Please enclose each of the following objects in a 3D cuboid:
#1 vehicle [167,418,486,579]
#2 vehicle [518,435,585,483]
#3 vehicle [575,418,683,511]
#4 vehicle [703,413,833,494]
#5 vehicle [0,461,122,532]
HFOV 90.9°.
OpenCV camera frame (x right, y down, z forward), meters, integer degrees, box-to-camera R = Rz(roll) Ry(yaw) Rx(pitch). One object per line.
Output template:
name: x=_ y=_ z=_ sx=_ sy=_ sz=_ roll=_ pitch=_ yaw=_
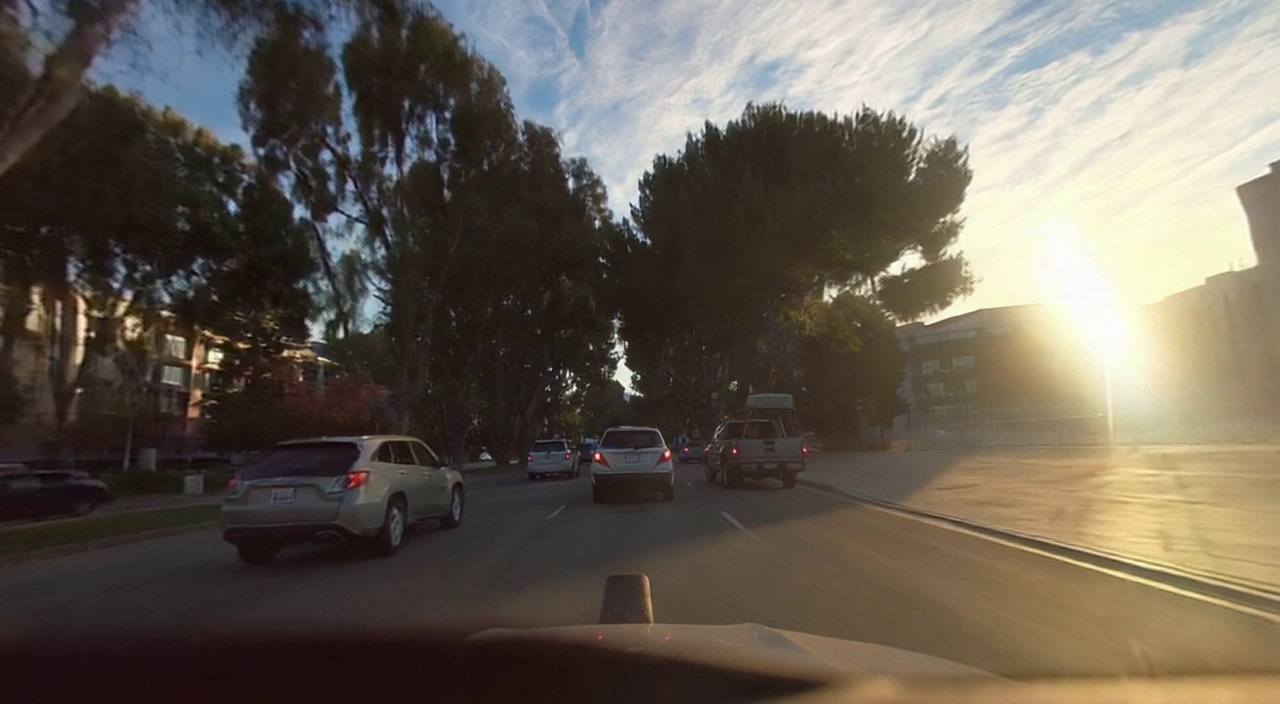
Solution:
vehicle: x=-3.780 y=1.840 z=8.821 sx=1.959 sy=1.614 sz=4.676 roll=0 pitch=-8 yaw=1
vehicle: x=-3.261 y=4.014 z=23.904 sx=1.894 sy=1.642 sz=3.861 roll=0 pitch=-8 yaw=1
vehicle: x=-0.181 y=2.471 z=14.243 sx=2.075 sy=1.770 sz=4.018 roll=0 pitch=-8 yaw=1
vehicle: x=3.581 y=3.045 z=19.206 sx=2.655 sy=2.054 sz=6.098 roll=0 pitch=-8 yaw=0
vehicle: x=-14.789 y=3.286 z=14.390 sx=2.001 sy=1.441 sz=4.488 roll=0 pitch=-8 yaw=2
